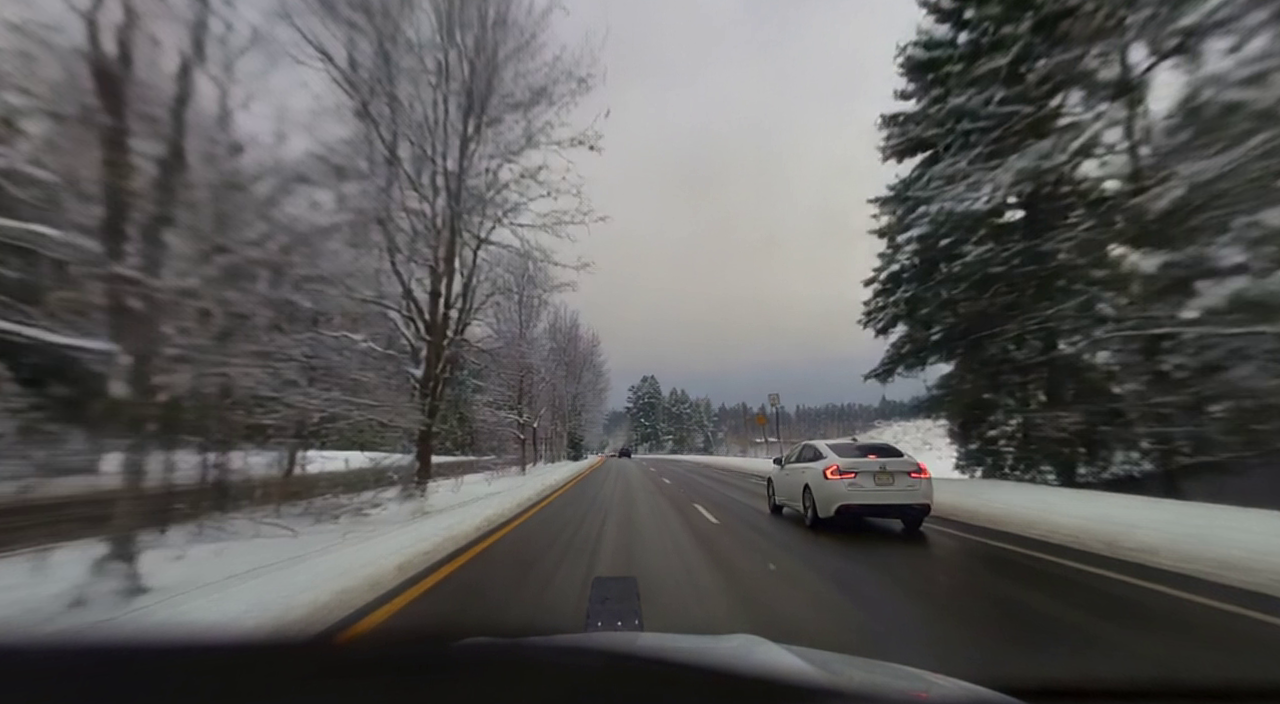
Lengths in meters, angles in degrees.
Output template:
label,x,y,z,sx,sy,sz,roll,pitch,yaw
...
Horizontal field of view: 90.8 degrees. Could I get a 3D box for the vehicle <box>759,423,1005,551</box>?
label,x,y,z,sx,sy,sz,roll,pitch,yaw
vehicle,3.493,2.046,10.315,2.060,1.584,4.592,0,-9,-2
